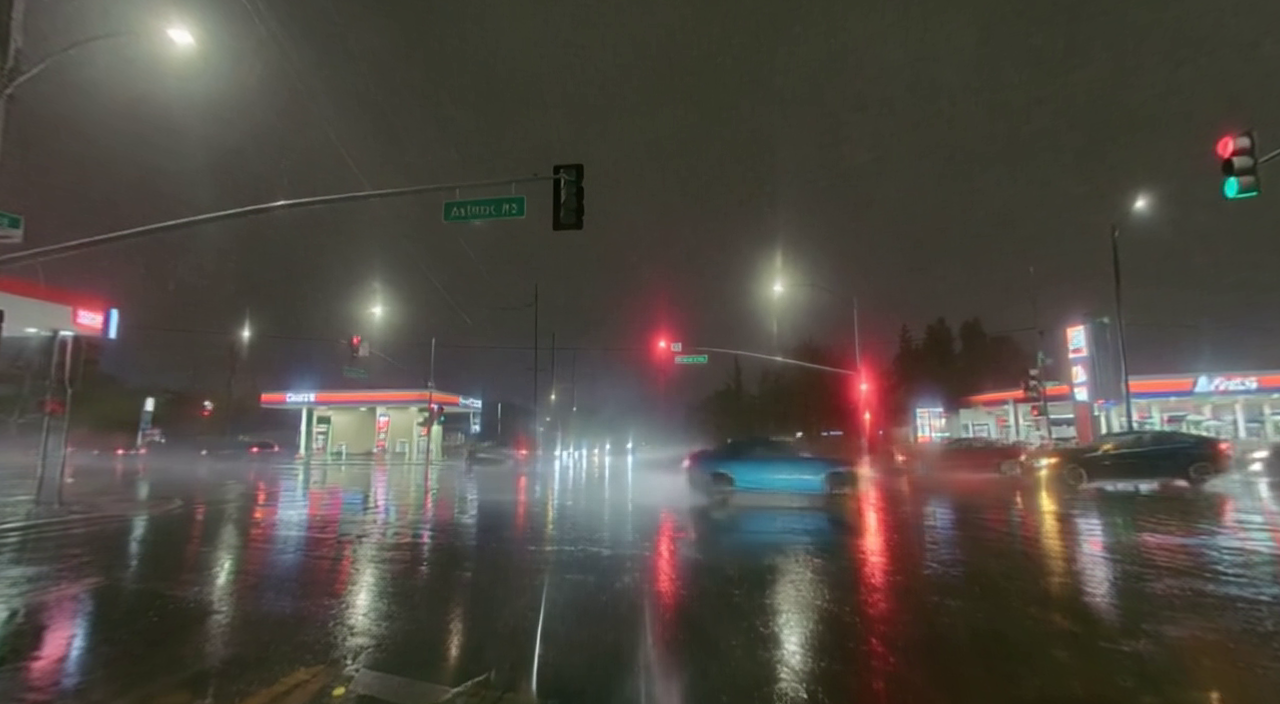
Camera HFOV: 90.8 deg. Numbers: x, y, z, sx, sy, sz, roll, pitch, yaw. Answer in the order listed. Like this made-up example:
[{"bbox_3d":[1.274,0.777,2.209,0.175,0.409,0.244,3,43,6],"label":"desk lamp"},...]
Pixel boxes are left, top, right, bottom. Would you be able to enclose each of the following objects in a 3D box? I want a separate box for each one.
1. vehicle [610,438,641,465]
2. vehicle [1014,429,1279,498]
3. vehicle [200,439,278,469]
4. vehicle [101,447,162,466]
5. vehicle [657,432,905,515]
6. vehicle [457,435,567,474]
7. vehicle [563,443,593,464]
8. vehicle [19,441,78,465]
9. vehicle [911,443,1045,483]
[{"bbox_3d":[-1.115,7.073,45.151,2.083,1.764,5.011,0,-8,-3],"label":"vehicle"},{"bbox_3d":[12.313,2.747,15.811,4.681,1.495,2.096,-3,-9,21],"label":"vehicle"},{"bbox_3d":[-24.195,6.119,38.089,4.562,1.676,1.819,-5,-10,27],"label":"vehicle"},{"bbox_3d":[-40.112,8.236,49.835,4.801,1.466,1.830,-5,-10,27],"label":"vehicle"},{"bbox_3d":[2.891,2.473,13.285,4.670,1.458,1.959,-5,-10,29],"label":"vehicle"},{"bbox_3d":[-5.747,4.569,28.290,4.568,1.643,1.911,-5,-9,26],"label":"vehicle"},{"bbox_3d":[-4.595,7.598,47.320,2.003,1.481,4.091,0,-8,-3],"label":"vehicle"},{"bbox_3d":[-45.806,7.824,48.892,4.311,1.742,1.864,-5,-10,27],"label":"vehicle"},{"bbox_3d":[13.328,4.355,25.026,4.435,1.457,1.766,-6,-10,33],"label":"vehicle"}]
